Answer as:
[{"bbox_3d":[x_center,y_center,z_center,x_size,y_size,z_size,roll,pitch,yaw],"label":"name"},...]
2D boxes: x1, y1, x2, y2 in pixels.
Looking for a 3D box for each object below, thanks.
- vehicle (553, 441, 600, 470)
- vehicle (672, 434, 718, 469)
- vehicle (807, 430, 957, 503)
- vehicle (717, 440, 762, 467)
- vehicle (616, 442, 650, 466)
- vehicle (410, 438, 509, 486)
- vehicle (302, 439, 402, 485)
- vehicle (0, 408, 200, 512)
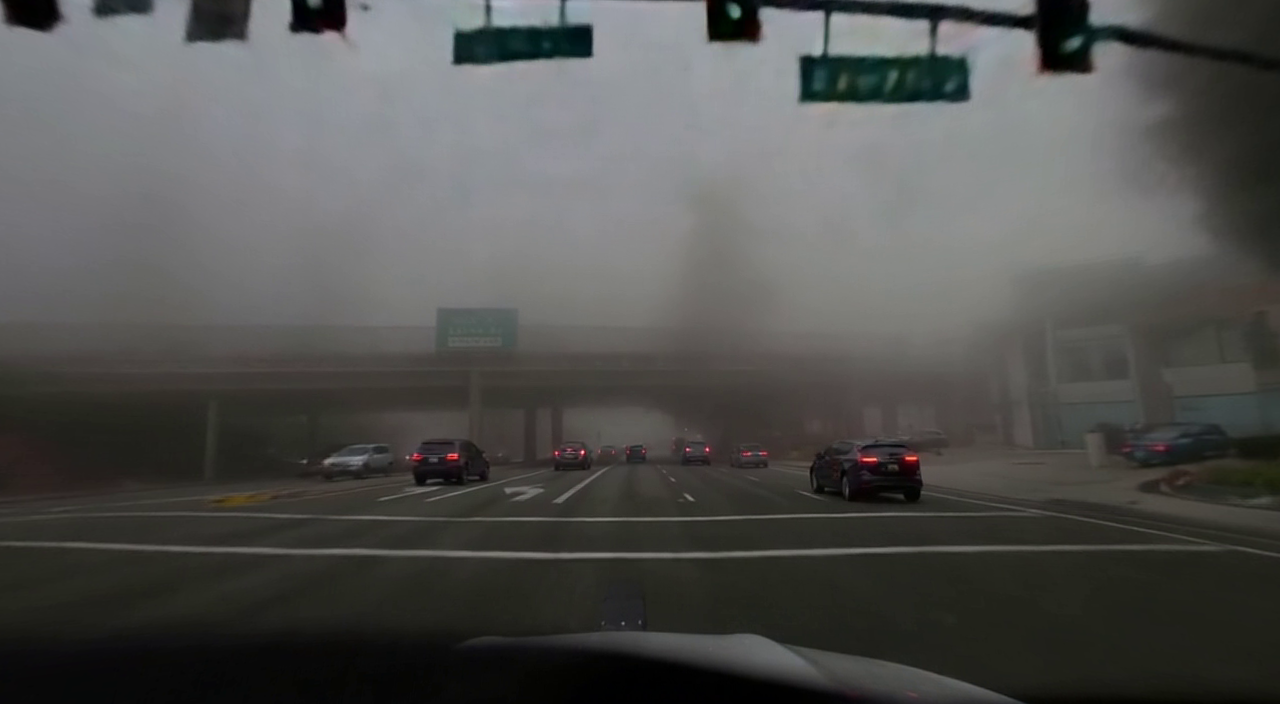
[{"bbox_3d":[-3.351,5.567,33.884,2.041,1.466,4.212,0,-8,1],"label":"vehicle"},{"bbox_3d":[2.939,5.440,34.491,2.034,1.762,4.420,0,-8,-1],"label":"vehicle"},{"bbox_3d":[6.045,2.909,16.397,2.056,1.624,4.498,0,-8,-1],"label":"vehicle"},{"bbox_3d":[6.048,6.242,38.695,1.924,1.527,4.268,0,-8,-2],"label":"vehicle"},{"bbox_3d":[-0.411,6.410,39.603,2.026,1.453,3.780,0,-8,0],"label":"vehicle"},{"bbox_3d":[-6.082,3.740,21.750,2.070,1.488,4.376,0,-8,1],"label":"vehicle"},{"bbox_3d":[-11.775,4.502,26.037,1.993,1.718,4.396,0,-8,0],"label":"vehicle"},{"bbox_3d":[-19.167,3.374,19.971,3.019,2.822,10.028,0,-8,1],"label":"vehicle"}]
